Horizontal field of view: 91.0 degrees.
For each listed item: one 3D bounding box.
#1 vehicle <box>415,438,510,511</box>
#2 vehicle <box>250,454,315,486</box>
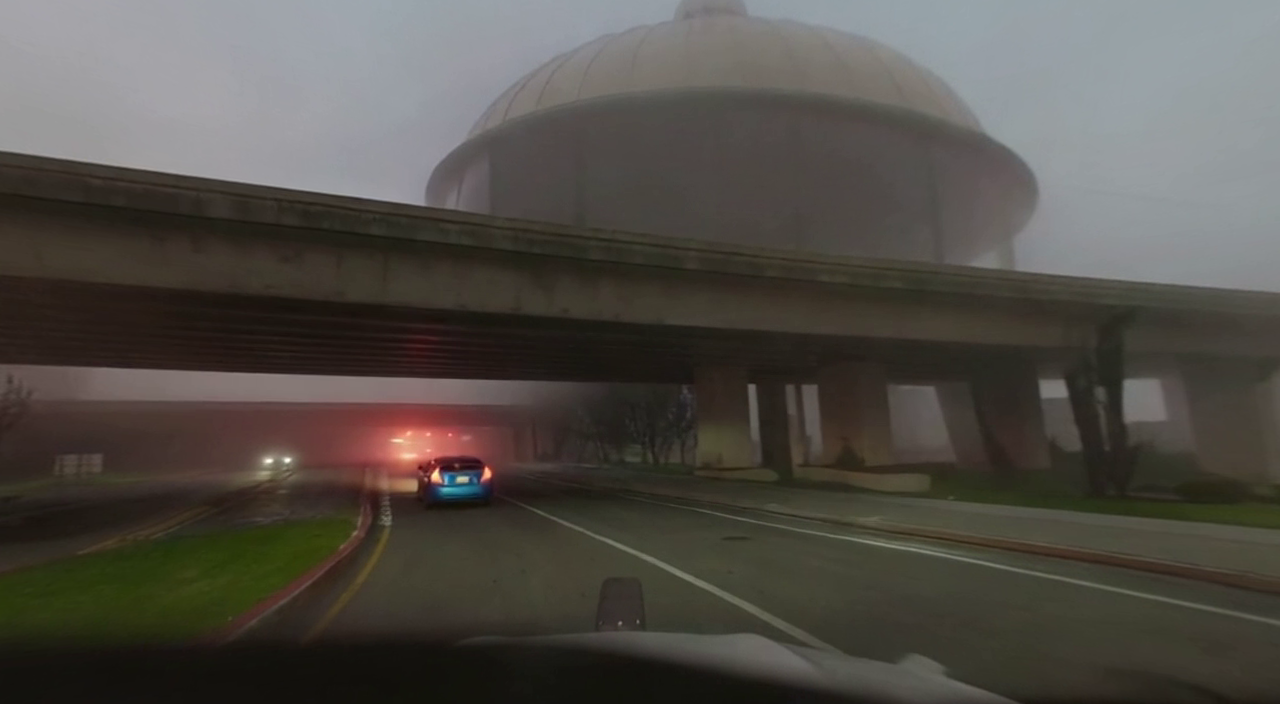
[{"bbox_3d":[-4.627,3.038,16.063,1.976,1.584,3.772,3,-9,-20],"label":"vehicle"},{"bbox_3d":[-19.011,6.276,33.673,2.009,1.523,4.641,3,-9,-17],"label":"vehicle"}]
